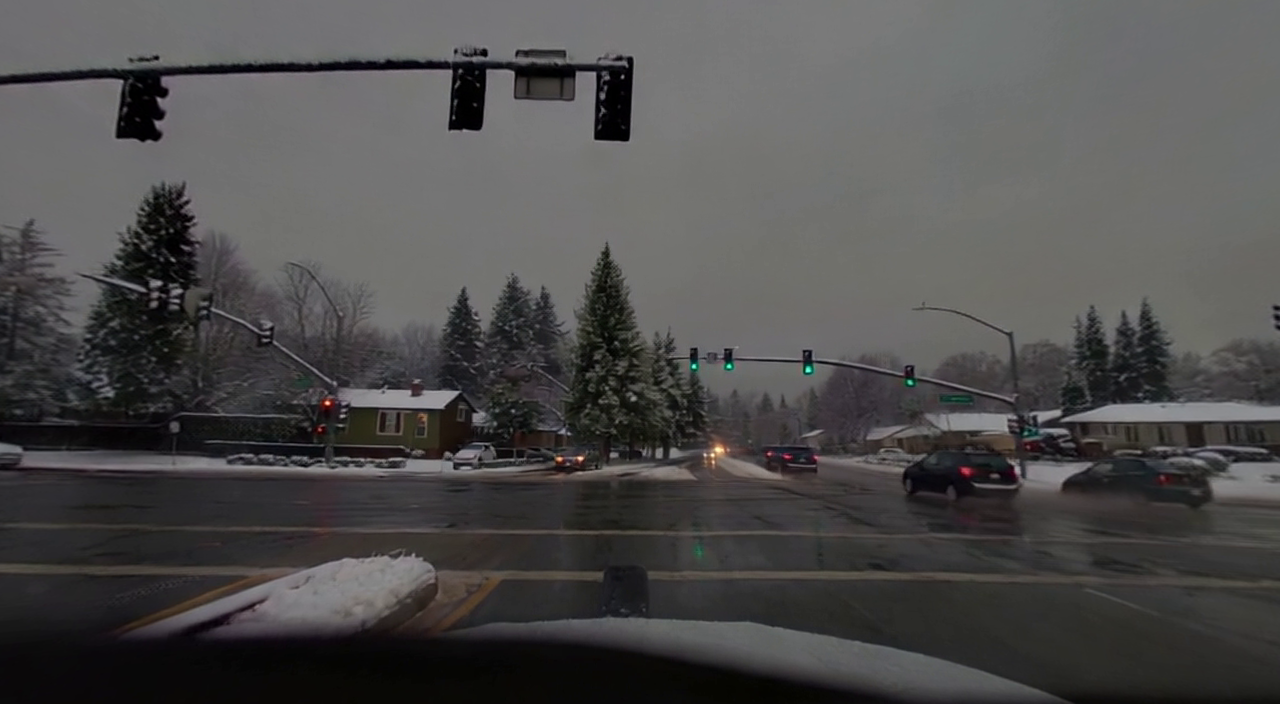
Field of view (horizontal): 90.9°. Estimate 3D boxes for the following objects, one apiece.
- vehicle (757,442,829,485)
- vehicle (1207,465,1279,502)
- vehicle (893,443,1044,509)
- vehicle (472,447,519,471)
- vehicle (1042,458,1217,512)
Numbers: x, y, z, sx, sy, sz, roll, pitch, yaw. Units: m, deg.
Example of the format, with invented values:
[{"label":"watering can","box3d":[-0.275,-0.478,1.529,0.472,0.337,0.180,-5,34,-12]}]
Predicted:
[{"label":"vehicle","box3d":[7.129,5.238,29.934,2.239,1.812,4.812,0,-9,0]},{"label":"vehicle","box3d":[32.116,6.722,32.271,4.240,1.728,2.009,0,-9,-2]},{"label":"vehicle","box3d":[9.917,3.749,19.576,2.120,1.767,4.856,0,-9,1]},{"label":"vehicle","box3d":[-9.929,7.356,43.599,2.039,1.519,4.356,-1,-9,2]},{"label":"vehicle","box3d":[16.878,4.568,22.195,2.053,1.589,5.137,0,-9,0]}]
